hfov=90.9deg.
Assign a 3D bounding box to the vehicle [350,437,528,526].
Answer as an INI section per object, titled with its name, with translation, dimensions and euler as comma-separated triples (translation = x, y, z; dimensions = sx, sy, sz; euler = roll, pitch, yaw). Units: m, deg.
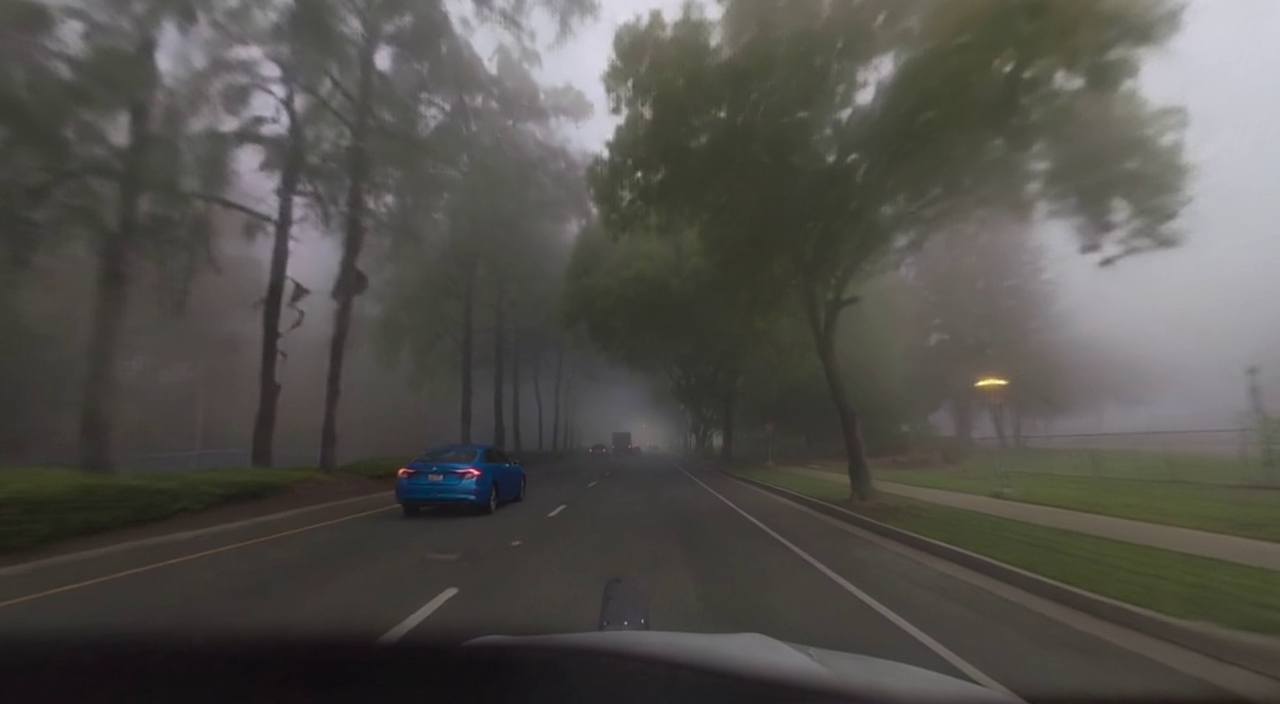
[vehicle]
translation = -3.732, 2.494, 12.738
dimensions = 2.033, 1.454, 4.512
euler = 0, -9, 1
